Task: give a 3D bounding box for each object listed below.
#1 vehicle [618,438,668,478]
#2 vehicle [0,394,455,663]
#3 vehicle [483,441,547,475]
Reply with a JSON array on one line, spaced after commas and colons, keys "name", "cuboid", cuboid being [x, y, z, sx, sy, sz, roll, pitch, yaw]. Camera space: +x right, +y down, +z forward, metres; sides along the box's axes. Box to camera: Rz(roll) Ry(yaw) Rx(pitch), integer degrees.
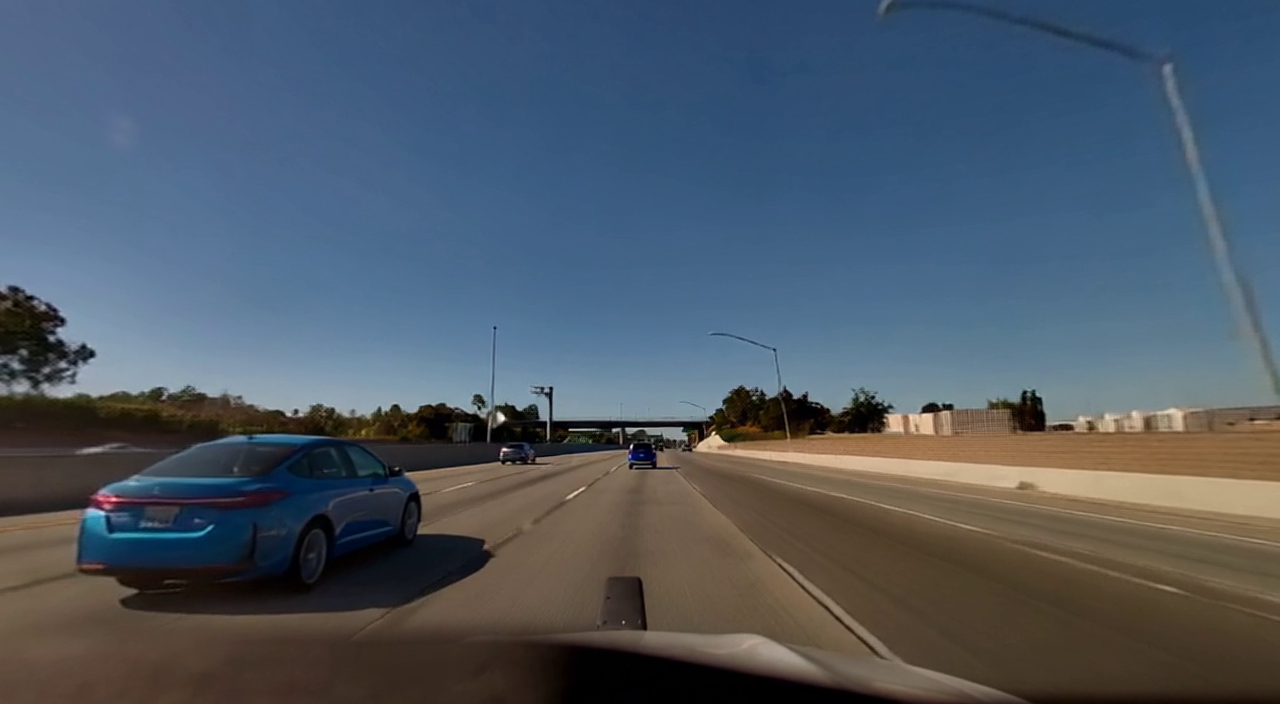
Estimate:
[{"name": "vehicle", "cuboid": [0.182, 4.841, 28.847, 2.155, 1.690, 4.318, 0, -9, 1]}, {"name": "vehicle", "cuboid": [-3.642, 1.413, 6.157, 2.124, 1.607, 4.531, 0, -9, 2]}, {"name": "vehicle", "cuboid": [-6.103, 5.204, 31.140, 1.994, 1.519, 4.668, 0, -9, 3]}]
